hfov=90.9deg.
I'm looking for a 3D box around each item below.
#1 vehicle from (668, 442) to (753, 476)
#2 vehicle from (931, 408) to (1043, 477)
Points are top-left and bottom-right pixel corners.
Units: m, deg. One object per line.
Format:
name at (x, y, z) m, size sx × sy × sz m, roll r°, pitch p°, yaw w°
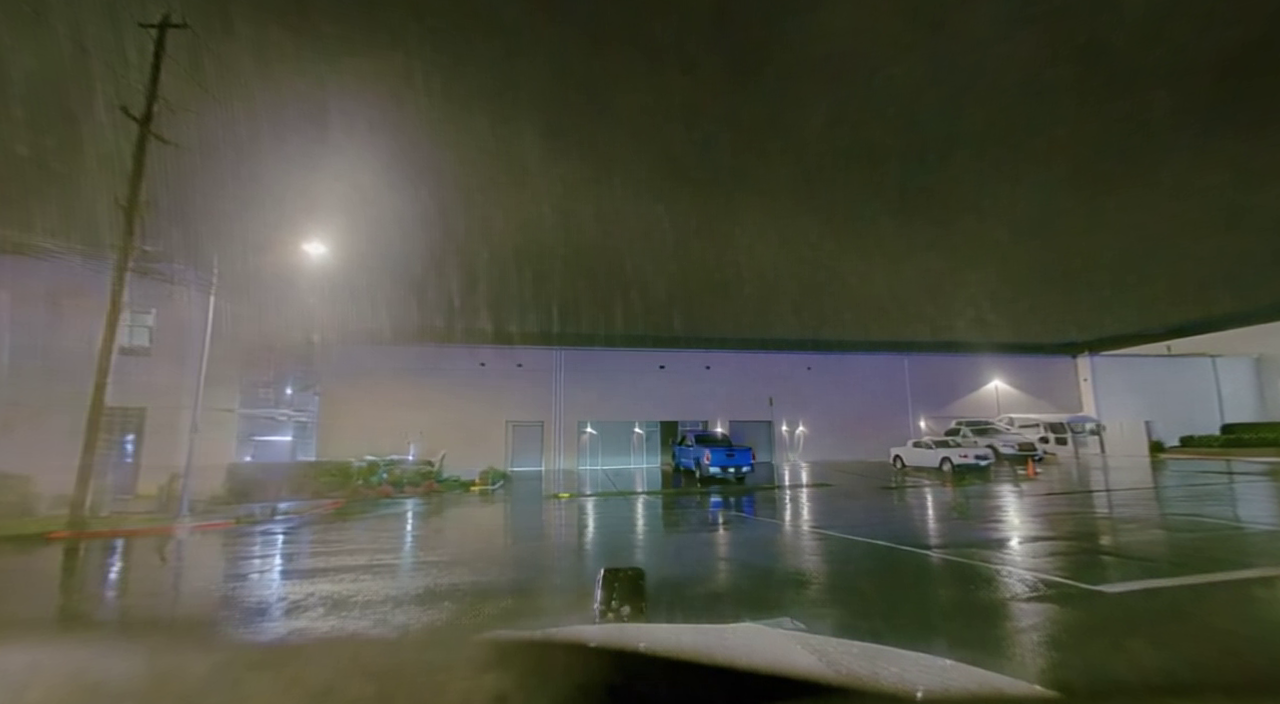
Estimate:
vehicle at (4.566, 7.014, 41.309) m, size 5.207 × 2.103 × 1.997 m, roll 0°, pitch -8°, yaw -5°
vehicle at (17.250, 4.684, 31.849) m, size 2.298 × 3.004 × 6.271 m, roll -4°, pitch -11°, yaw 5°
